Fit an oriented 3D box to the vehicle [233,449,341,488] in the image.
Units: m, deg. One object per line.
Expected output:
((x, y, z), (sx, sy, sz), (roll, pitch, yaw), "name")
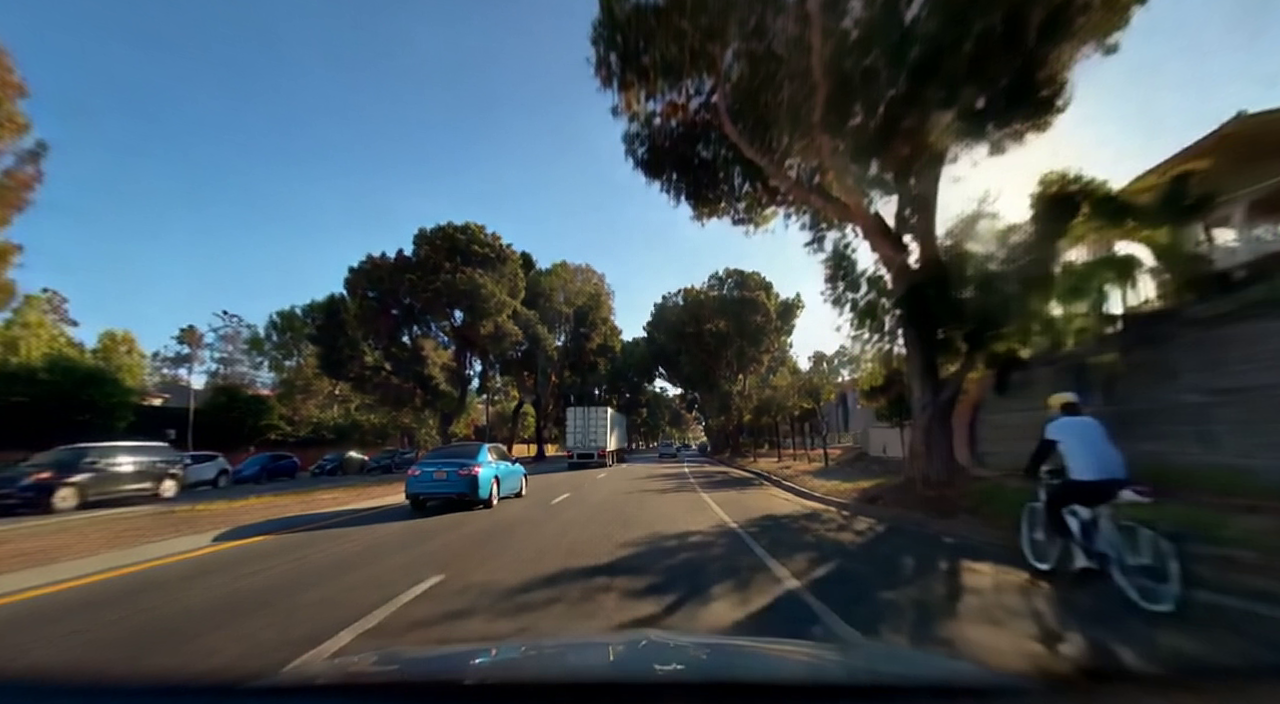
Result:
((-15.092, 4.967, 27.297), (1.837, 1.464, 4.728), (-1, -8, 2), "vehicle")

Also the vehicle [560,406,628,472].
((-2.389, 4.955, 35.768), (2.746, 3.276, 8.572), (-1, -8, 3), "vehicle")

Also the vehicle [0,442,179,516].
((-15.071, 3.279, 16.857), (1.946, 1.688, 4.560), (0, -8, 0), "vehicle")

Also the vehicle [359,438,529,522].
((-3.846, 2.575, 13.306), (2.005, 1.462, 4.345), (-1, -8, 3), "vehicle")
